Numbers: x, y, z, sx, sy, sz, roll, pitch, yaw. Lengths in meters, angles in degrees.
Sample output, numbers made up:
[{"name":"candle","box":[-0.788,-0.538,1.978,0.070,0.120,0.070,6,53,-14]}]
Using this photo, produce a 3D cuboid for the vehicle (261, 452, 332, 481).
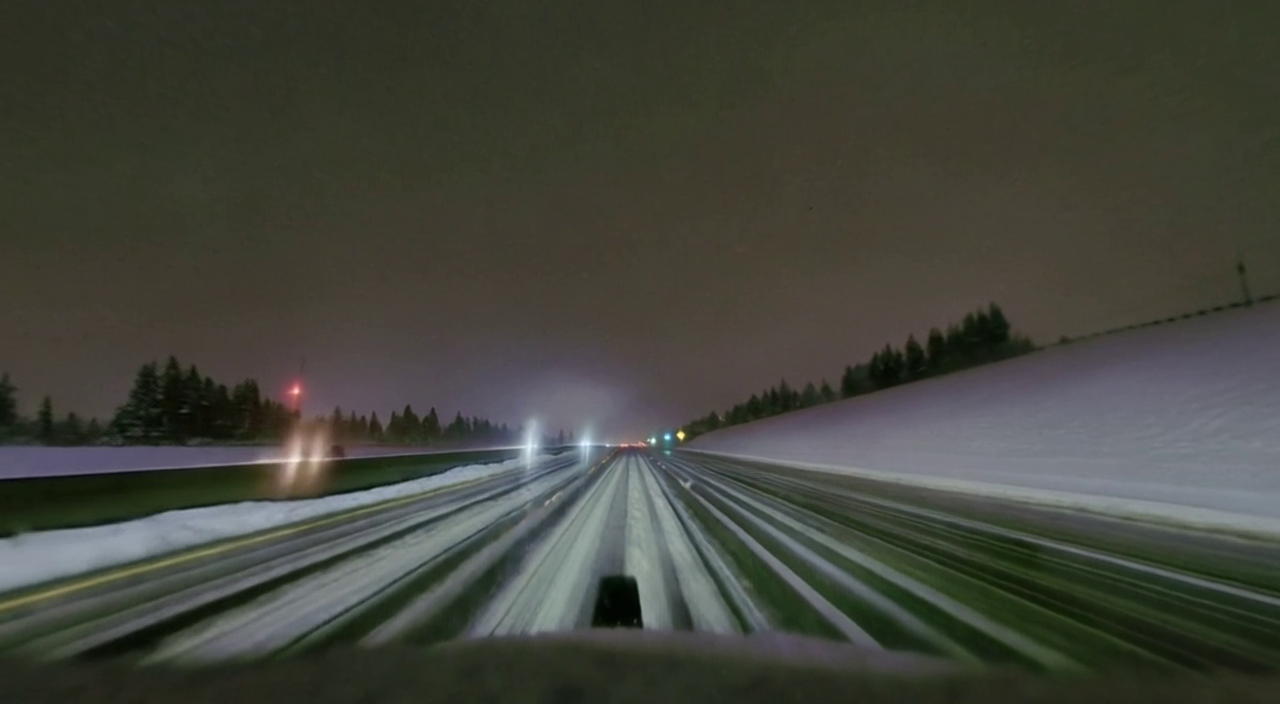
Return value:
[{"name":"vehicle","box":[-20.220,6.717,37.211,1.889,1.507,3.951,0,-8,1]}]
